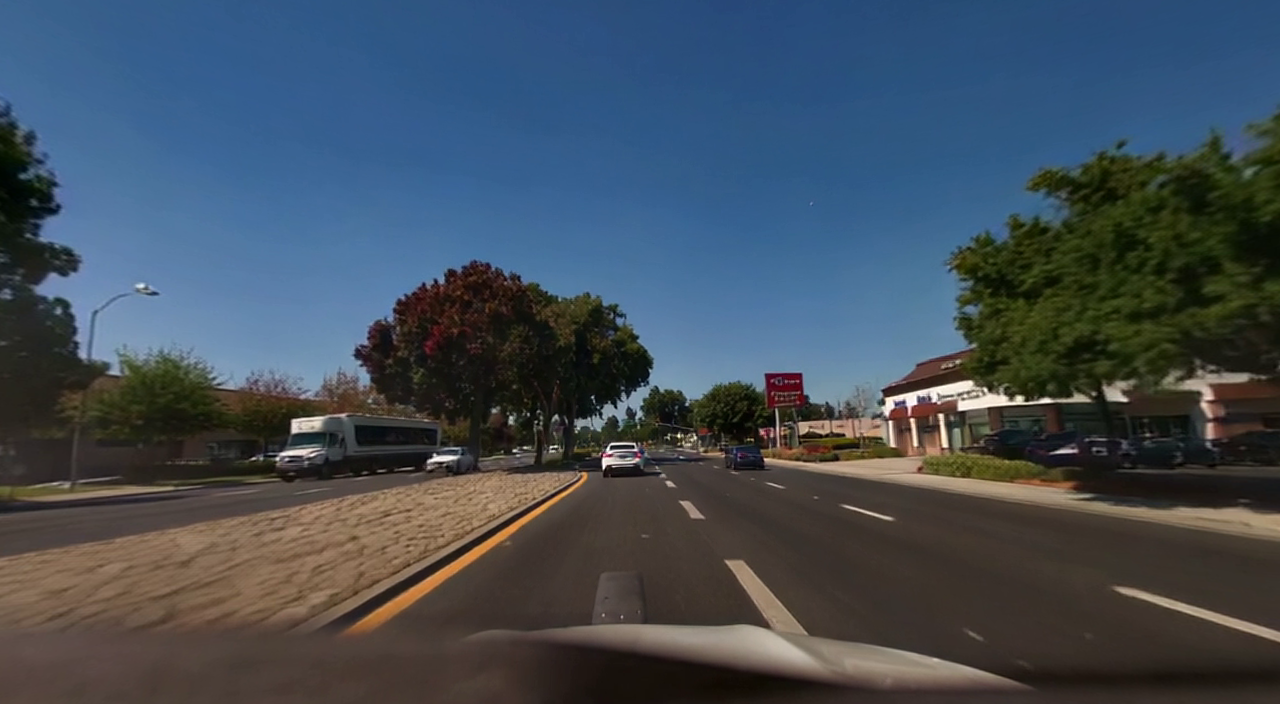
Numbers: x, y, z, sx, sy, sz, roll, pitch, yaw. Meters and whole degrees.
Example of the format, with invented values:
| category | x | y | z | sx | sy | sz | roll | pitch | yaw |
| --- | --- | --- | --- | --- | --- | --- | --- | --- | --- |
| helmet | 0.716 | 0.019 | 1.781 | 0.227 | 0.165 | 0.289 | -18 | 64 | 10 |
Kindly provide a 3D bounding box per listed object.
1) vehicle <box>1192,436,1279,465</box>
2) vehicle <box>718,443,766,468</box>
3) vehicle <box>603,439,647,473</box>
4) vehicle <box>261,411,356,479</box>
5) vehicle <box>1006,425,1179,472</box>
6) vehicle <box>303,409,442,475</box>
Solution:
| category | x | y | z | sx | sy | sz | roll | pitch | yaw |
| --- | --- | --- | --- | --- | --- | --- | --- | --- | --- |
| vehicle | 32.879 | 5.300 | 34.239 | 1.804 | 1.461 | 4.611 | 0 | -8 | 1 |
| vehicle | 6.463 | 6.600 | 40.536 | 2.075 | 1.475 | 4.571 | 0 | -8 | -3 |
| vehicle | -0.827 | 5.160 | 31.607 | 2.072 | 1.545 | 4.578 | 0 | -8 | -3 |
| vehicle | -19.622 | 5.548 | 37.733 | 2.986 | 3.786 | 4.453 | 0 | -8 | 1 |
| vehicle | 20.157 | 4.321 | 28.376 | 5.909 | 1.970 | 2.365 | 0 | -8 | 0 |
| vehicle | -19.490 | 6.895 | 48.239 | 3.133 | 4.167 | 16.699 | 0 | -8 | 1 |
